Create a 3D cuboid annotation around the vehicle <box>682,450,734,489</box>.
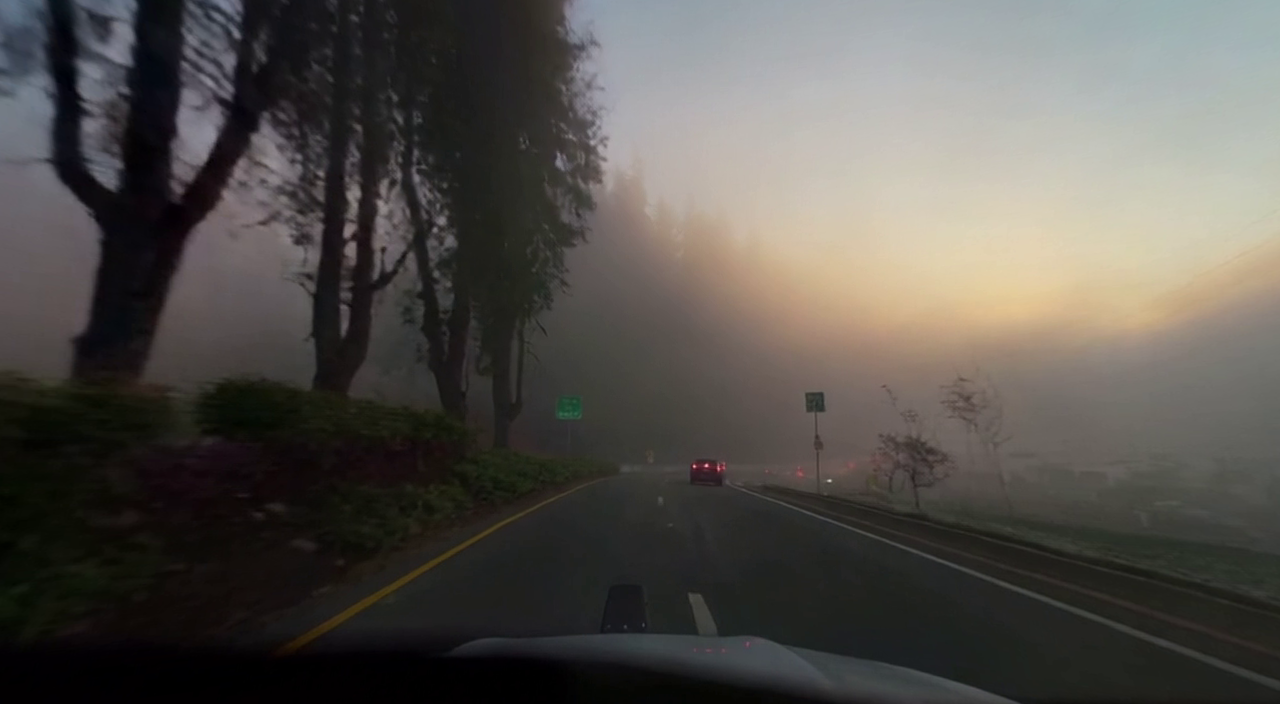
[{"bbox_3d":[2.895,5.116,27.842,1.956,1.473,4.640,0,-8,2],"label":"vehicle"}]
